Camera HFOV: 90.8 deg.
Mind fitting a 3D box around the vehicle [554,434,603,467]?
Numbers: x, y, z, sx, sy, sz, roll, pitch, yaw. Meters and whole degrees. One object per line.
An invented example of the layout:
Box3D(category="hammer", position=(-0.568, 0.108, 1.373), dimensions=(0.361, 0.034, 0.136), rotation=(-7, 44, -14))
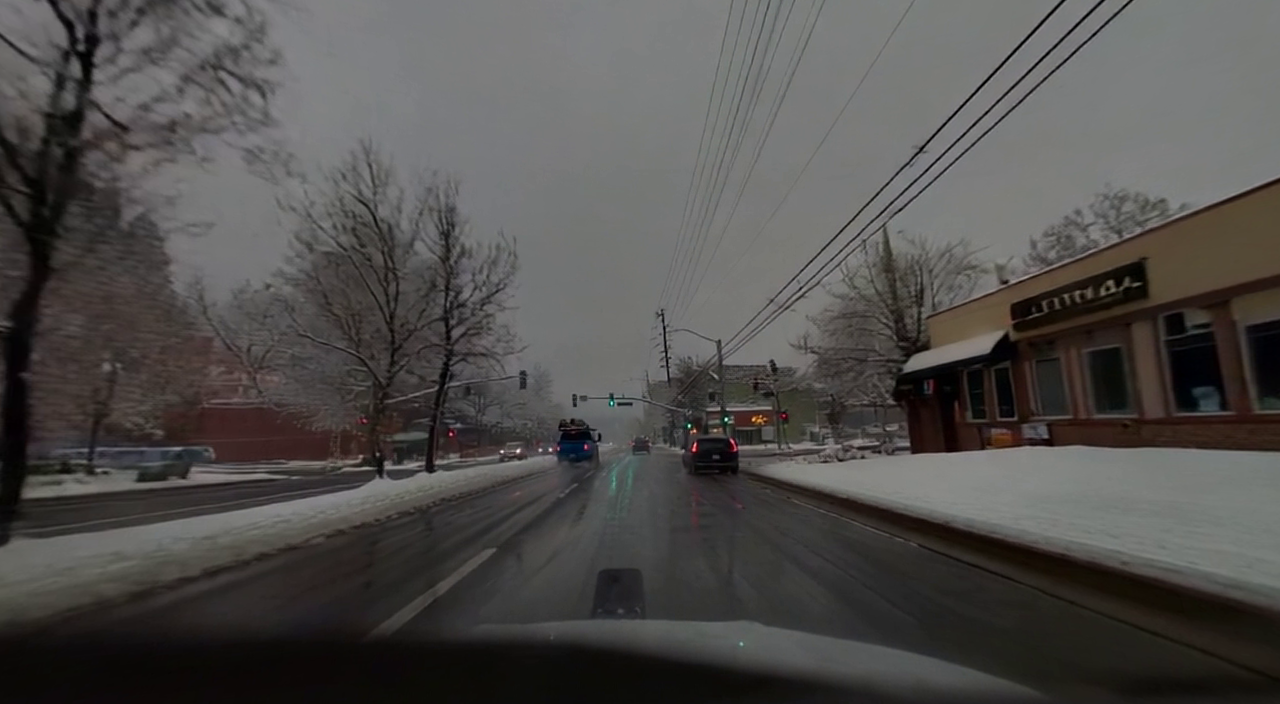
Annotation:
Box3D(category="vehicle", position=(-3.442, 5.667, 36.526), dimensions=(2.464, 1.777, 5.128), rotation=(0, -9, -2))

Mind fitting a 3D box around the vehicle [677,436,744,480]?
Box3D(category="vehicle", position=(2.550, 3.972, 23.870), dimensions=(2.103, 1.487, 4.101), rotation=(0, -8, 1))
